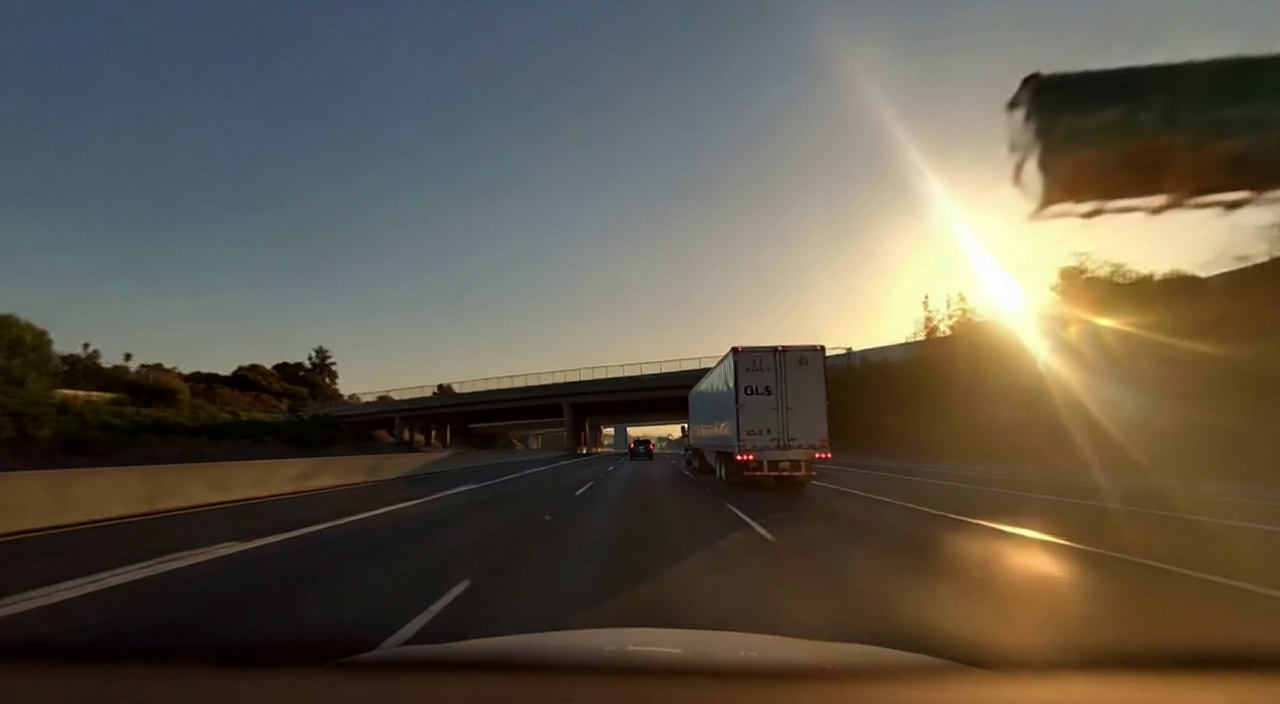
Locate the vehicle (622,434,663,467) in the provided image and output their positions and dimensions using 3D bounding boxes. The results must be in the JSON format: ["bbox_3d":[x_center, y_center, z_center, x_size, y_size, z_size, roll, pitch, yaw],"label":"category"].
[{"bbox_3d":[0.119,5.264,33.835,2.050,1.654,4.192,0,-8,0],"label":"vehicle"}]

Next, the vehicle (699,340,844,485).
[{"bbox_3d":[4.180,2.417,22.977,3.014,4.068,10.359,0,-8,0],"label":"vehicle"}]
